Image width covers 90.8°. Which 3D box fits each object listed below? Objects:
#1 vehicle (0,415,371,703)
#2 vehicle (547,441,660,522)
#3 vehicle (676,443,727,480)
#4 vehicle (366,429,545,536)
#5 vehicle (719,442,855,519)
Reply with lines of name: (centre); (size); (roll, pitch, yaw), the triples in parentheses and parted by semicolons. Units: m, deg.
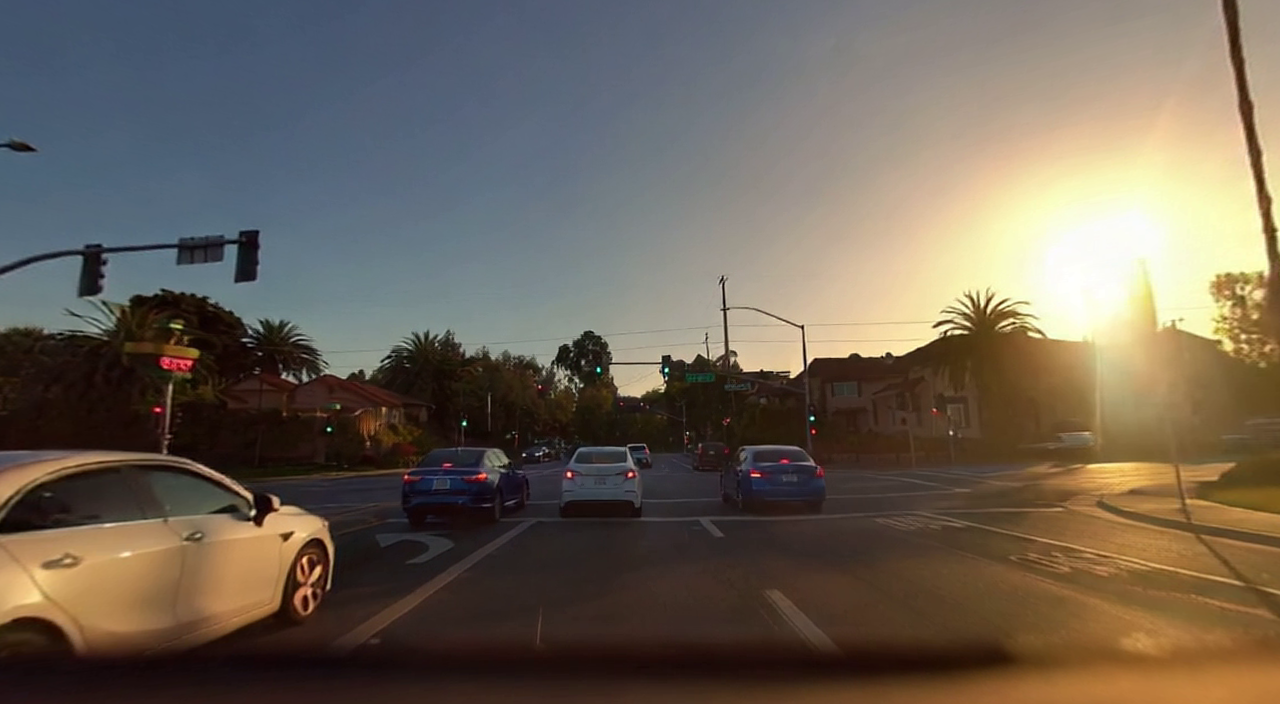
vehicle: (-3.660, 1.193, 3.826); (2.058, 1.474, 4.473); (0, -9, 0)
vehicle: (-0.671, 2.713, 13.789); (2.104, 1.500, 3.815); (0, -9, 1)
vehicle: (2.892, 5.244, 30.546); (1.956, 1.615, 4.205); (0, -9, -1)
vehicle: (-3.317, 2.448, 12.506); (2.024, 1.701, 4.572); (0, -9, 2)
vehicle: (3.125, 2.825, 14.459); (2.014, 1.464, 4.312); (0, -9, -1)
